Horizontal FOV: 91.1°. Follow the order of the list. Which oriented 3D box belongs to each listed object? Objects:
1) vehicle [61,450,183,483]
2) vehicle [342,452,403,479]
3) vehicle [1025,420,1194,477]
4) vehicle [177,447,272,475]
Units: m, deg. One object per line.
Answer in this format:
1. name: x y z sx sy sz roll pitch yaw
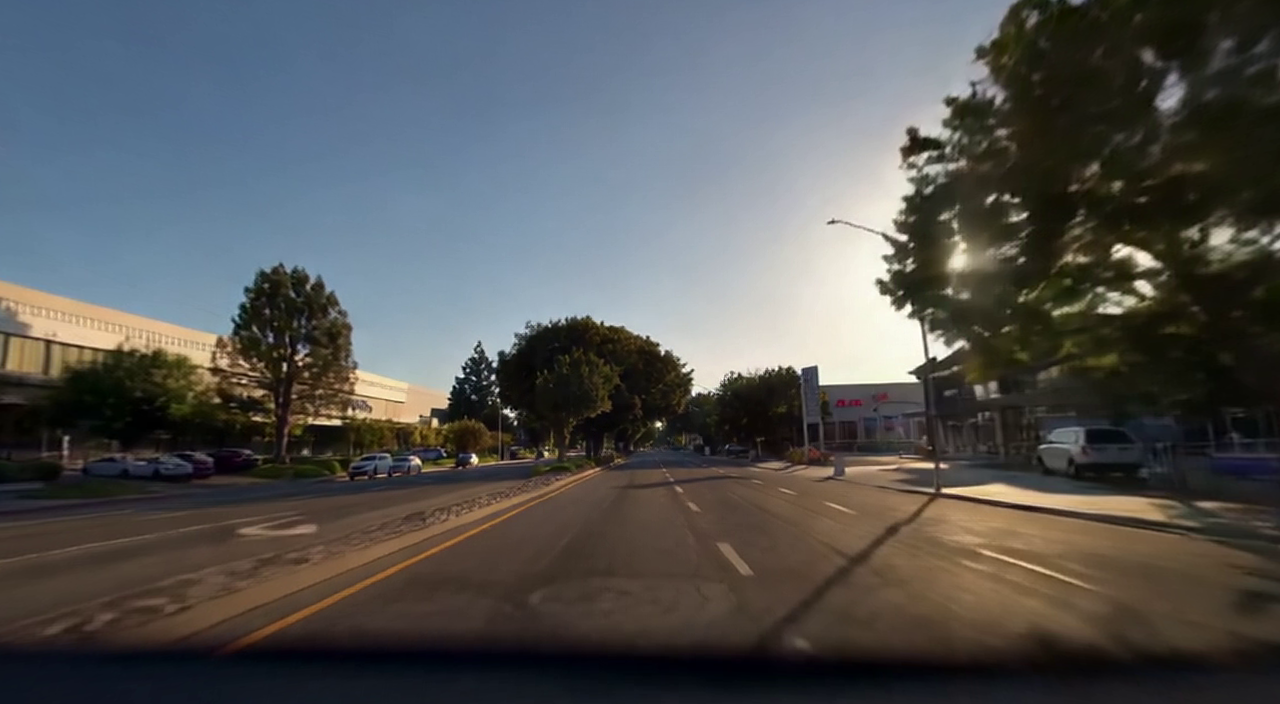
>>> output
1. vehicle: -27.622 6.095 33.591 4.573 1.633 2.016 1 -8 -5
2. vehicle: -19.008 8.039 44.872 2.029 1.785 4.694 0 -9 3
3. vehicle: 16.643 3.488 22.724 2.151 1.814 5.129 0 -9 1
4. vehicle: -26.926 7.062 40.839 4.472 1.717 2.392 1 -8 -2
